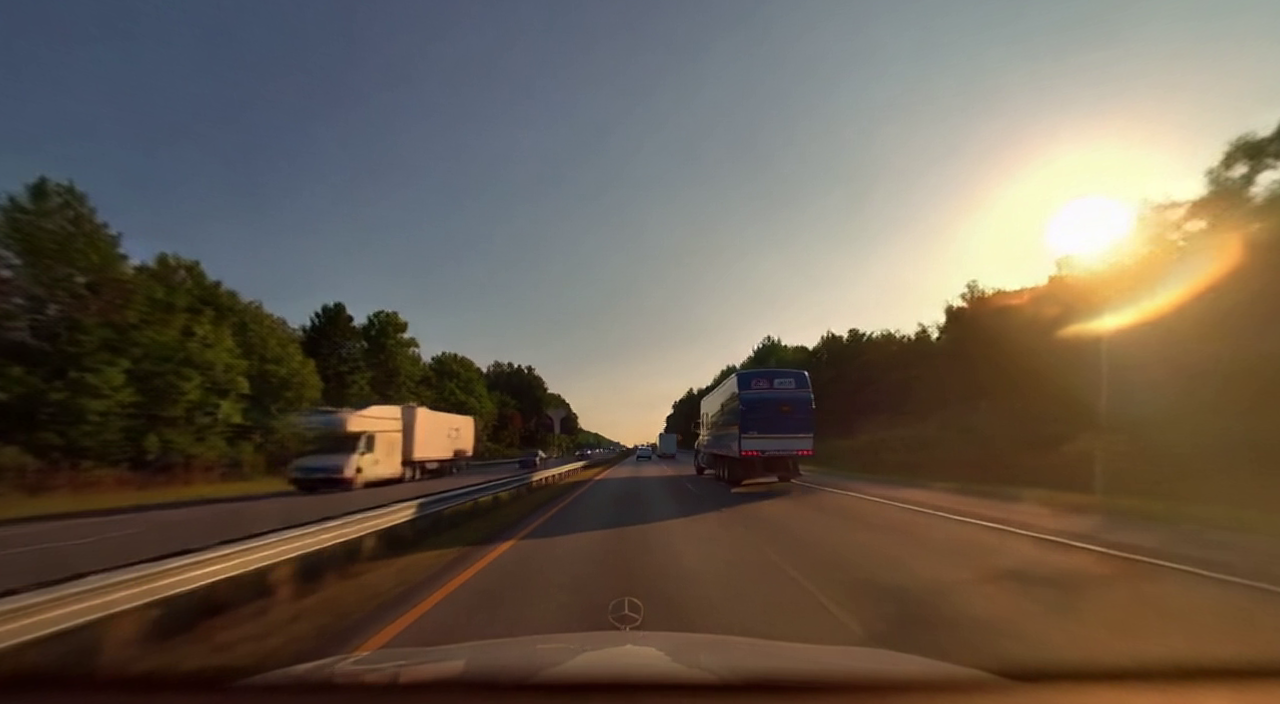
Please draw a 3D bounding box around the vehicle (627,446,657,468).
[{"bbox_3d":[0.158,7.037,42.517,1.926,1.386,3.615,0,-9,0],"label":"vehicle"}]

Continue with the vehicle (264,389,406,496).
[{"bbox_3d":[-13.020,3.968,27.626,3.048,4.133,5.962,0,-9,0],"label":"vehicle"}]

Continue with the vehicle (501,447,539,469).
[{"bbox_3d":[-8.828,7.829,46.643,2.044,1.537,4.159,0,-9,0],"label":"vehicle"}]

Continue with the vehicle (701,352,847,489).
[{"bbox_3d":[4.710,3.115,26.172,2.939,4.129,14.300,0,-9,0],"label":"vehicle"}]
